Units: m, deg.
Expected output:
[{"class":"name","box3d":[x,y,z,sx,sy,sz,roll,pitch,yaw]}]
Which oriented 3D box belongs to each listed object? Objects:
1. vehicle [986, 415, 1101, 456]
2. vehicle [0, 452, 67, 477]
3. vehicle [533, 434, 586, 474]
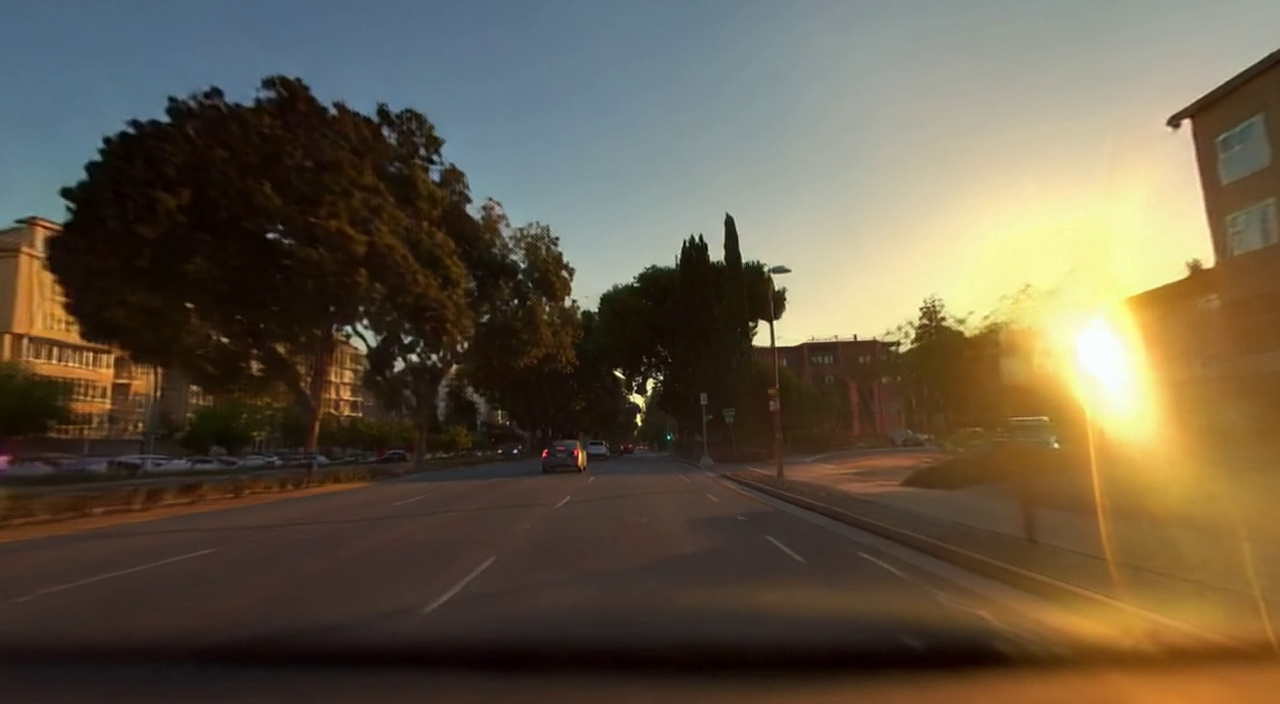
[{"class":"vehicle","box3d":[17.671,3.721,28.010,1.995,1.554,4.943,-3,-8,3]},{"class":"vehicle","box3d":[-48.735,8.861,49.987,4.659,1.880,2.097,0,-9,0]},{"class":"vehicle","box3d":[-3.761,4.859,30.203,1.959,1.741,4.141,0,-8,1]}]
